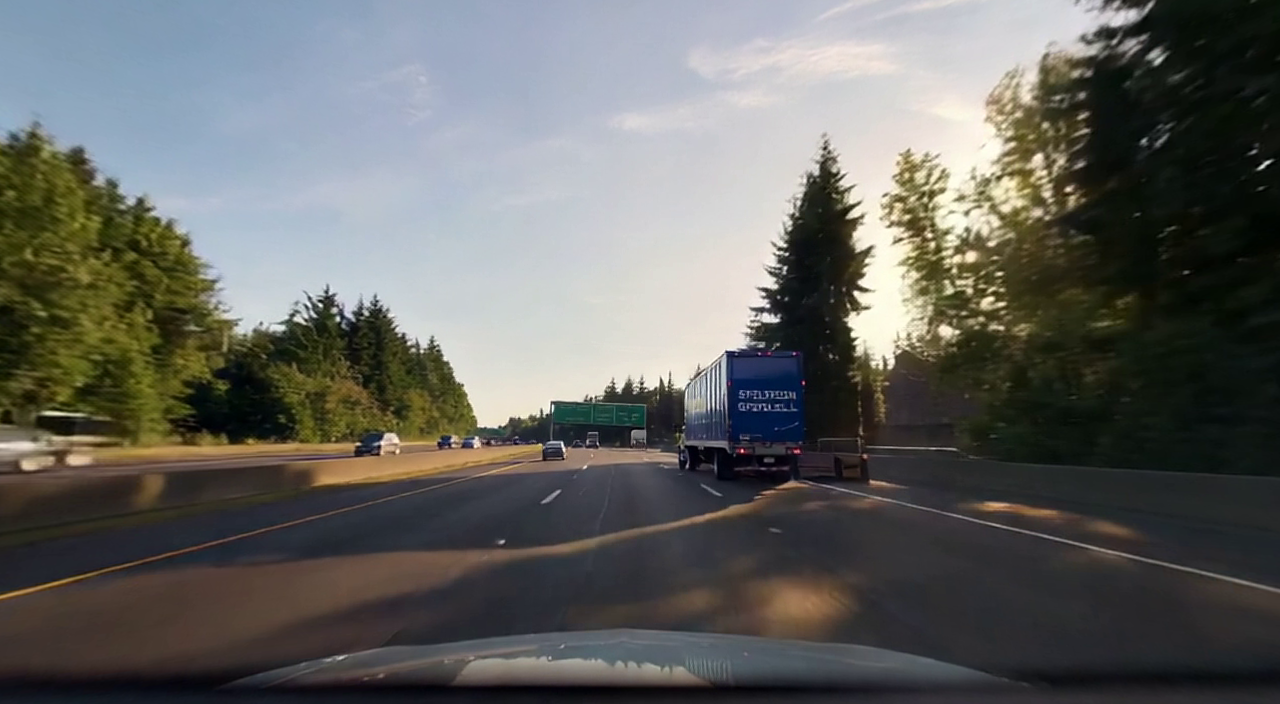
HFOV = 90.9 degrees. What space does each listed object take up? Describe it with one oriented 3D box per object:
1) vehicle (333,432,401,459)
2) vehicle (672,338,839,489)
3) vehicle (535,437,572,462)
[{"bbox_3d":[-15.730,5.396,36.554,2.057,1.490,4.673,0,-8,-3],"label":"vehicle"},{"bbox_3d":[3.487,2.619,24.184,2.910,4.051,14.278,0,-8,-3],"label":"vehicle"},{"bbox_3d":[-5.600,6.348,41.225,2.030,1.547,3.862,0,-8,-3],"label":"vehicle"}]
